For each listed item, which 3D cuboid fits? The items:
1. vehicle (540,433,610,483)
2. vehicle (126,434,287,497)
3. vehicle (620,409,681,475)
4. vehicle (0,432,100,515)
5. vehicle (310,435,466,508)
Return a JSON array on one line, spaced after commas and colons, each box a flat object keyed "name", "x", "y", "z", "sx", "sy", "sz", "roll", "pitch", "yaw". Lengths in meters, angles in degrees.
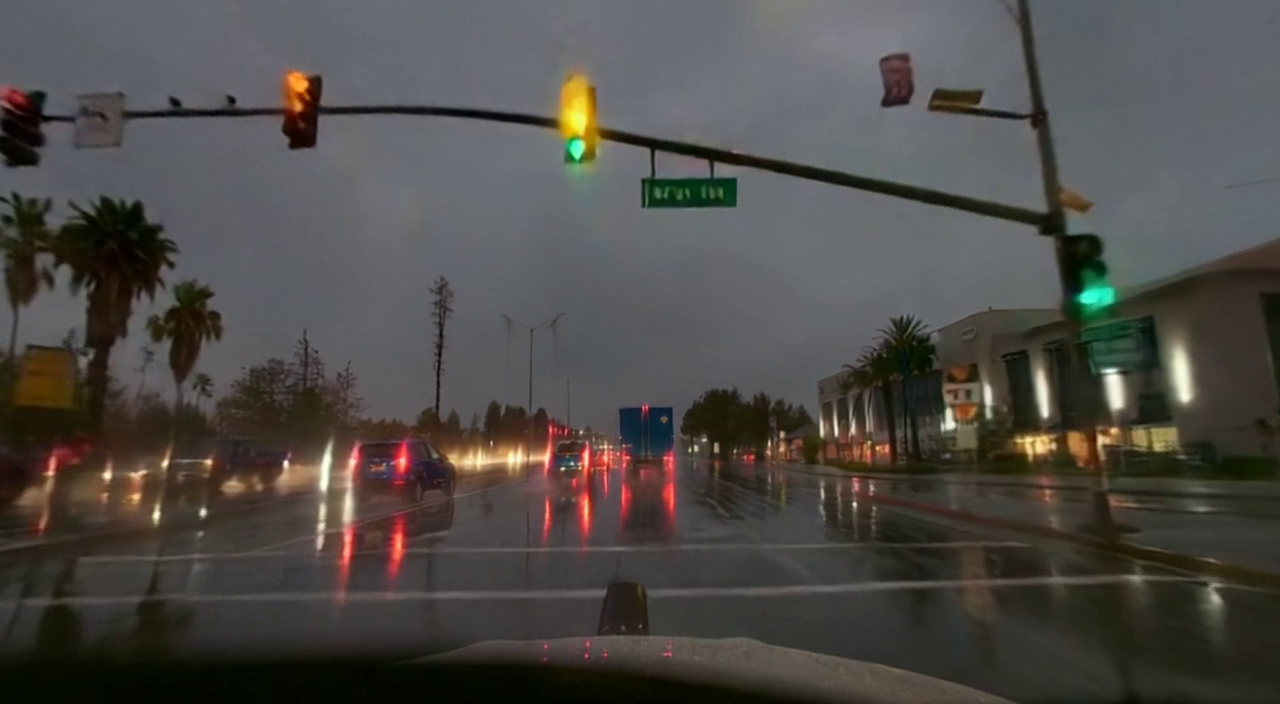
[{"name": "vehicle", "x": -2.540, "y": 4.334, "z": 25.966, "sx": 2.178, "sy": 1.826, "sz": 4.933, "roll": 0, "pitch": -9, "yaw": 2}, {"name": "vehicle", "x": -14.447, "y": 3.779, "z": 21.359, "sx": 2.010, "sy": 1.885, "sz": 4.606, "roll": 0, "pitch": -9, "yaw": 2}, {"name": "vehicle", "x": 0.557, "y": 4.891, "z": 34.042, "sx": 2.993, "sy": 3.235, "sz": 6.692, "roll": 0, "pitch": -9, "yaw": 1}, {"name": "vehicle", "x": -14.680, "y": 2.628, "z": 13.307, "sx": 2.040, "sy": 1.745, "sz": 4.899, "roll": -3, "pitch": -10, "yaw": 1}, {"name": "vehicle", "x": -6.301, "y": 3.026, "z": 16.435, "sx": 2.045, "sy": 1.630, "sz": 4.680, "roll": 0, "pitch": -9, "yaw": 1}]
